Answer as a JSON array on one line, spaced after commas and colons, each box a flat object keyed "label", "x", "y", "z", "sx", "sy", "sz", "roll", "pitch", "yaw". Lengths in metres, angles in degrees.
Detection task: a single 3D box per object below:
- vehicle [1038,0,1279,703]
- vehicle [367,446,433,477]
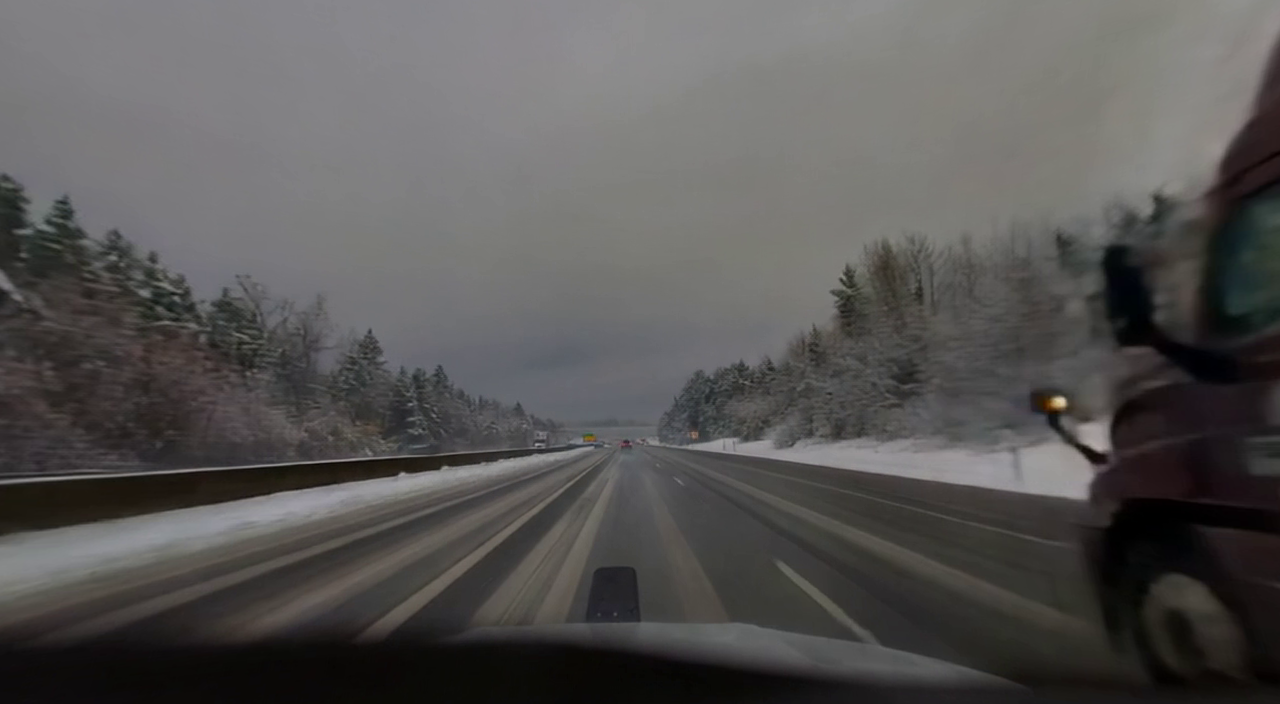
[{"label": "vehicle", "x": 3.992, "y": -0.626, "z": 0.546, "sx": 3.055, "sy": 4.061, "sz": 6.127, "roll": 0, "pitch": -8, "yaw": 0}, {"label": "vehicle", "x": -12.610, "y": 5.756, "z": 33.406, "sx": 1.882, "sy": 1.483, "sz": 4.305, "roll": 0, "pitch": -8, "yaw": -1}]
